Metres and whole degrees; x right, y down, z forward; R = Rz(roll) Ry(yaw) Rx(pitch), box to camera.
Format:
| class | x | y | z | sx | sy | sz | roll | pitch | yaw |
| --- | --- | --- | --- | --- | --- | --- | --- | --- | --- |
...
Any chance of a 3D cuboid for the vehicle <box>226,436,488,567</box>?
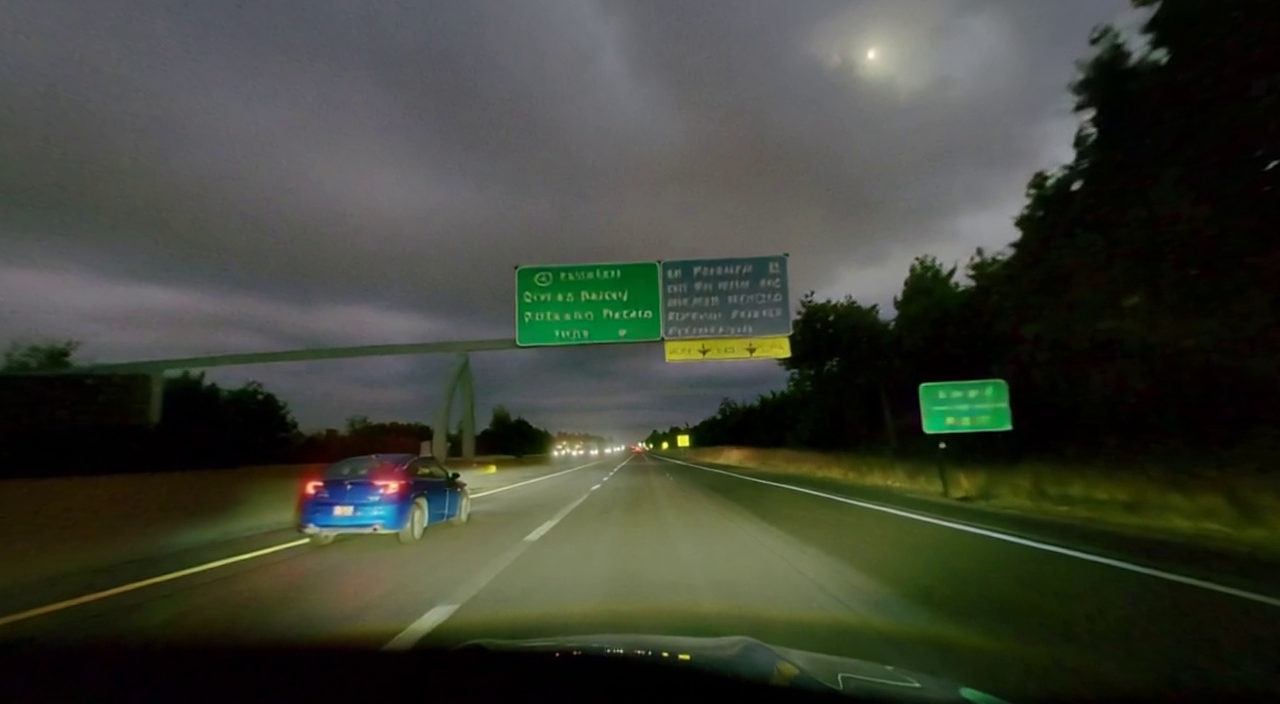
| class | x | y | z | sx | sy | sz | roll | pitch | yaw |
| --- | --- | --- | --- | --- | --- | --- | --- | --- | --- |
| vehicle | -3.865 | 2.085 | 9.536 | 2.121 | 1.537 | 3.852 | 0 | -9 | 1 |
